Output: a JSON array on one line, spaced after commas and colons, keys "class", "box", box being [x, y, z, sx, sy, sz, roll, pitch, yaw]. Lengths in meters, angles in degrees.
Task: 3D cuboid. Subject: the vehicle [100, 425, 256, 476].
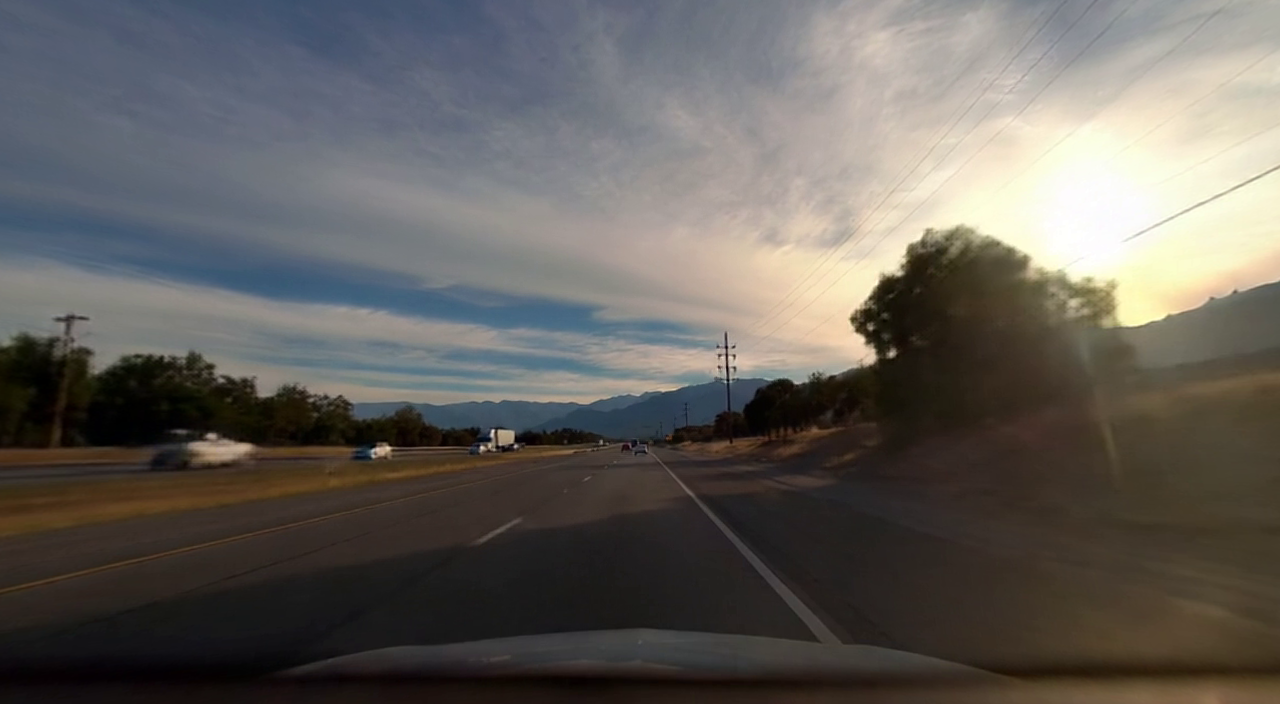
[{"class": "vehicle", "box": [-21.079, 4.560, 29.265, 2.456, 2.091, 6.163, 0, -8, 1]}]
